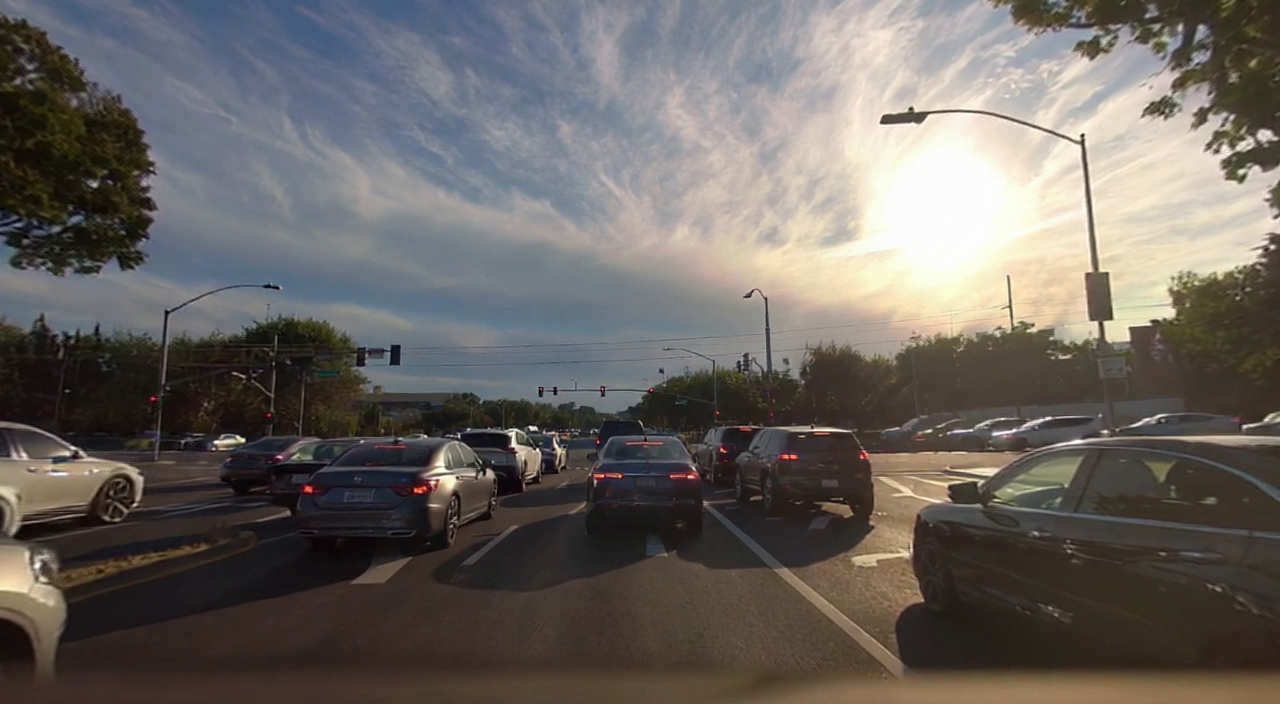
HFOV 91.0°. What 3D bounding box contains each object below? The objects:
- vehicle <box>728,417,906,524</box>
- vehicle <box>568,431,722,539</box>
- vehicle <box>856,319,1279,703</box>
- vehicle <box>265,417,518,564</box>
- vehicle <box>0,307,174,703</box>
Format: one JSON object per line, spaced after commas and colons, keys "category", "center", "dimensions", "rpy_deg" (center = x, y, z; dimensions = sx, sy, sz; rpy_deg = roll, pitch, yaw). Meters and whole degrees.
{"category": "vehicle", "center": [3.076, 2.168, 12.018], "dimensions": [2.106, 1.667, 4.101], "rpy_deg": [0, -8, -1]}
{"category": "vehicle", "center": [0.003, 2.070, 10.422], "dimensions": [2.076, 1.438, 3.770], "rpy_deg": [0, -8, -2]}
{"category": "vehicle", "center": [3.148, 0.979, 3.737], "dimensions": [2.074, 1.685, 4.387], "rpy_deg": [0, -8, -1]}
{"category": "vehicle", "center": [-3.056, 1.786, 8.912], "dimensions": [1.896, 1.546, 4.378], "rpy_deg": [0, -8, -2]}
{"category": "vehicle", "center": [-3.208, 0.494, 0.603], "dimensions": [2.079, 1.756, 4.676], "rpy_deg": [0, -8, -3]}
